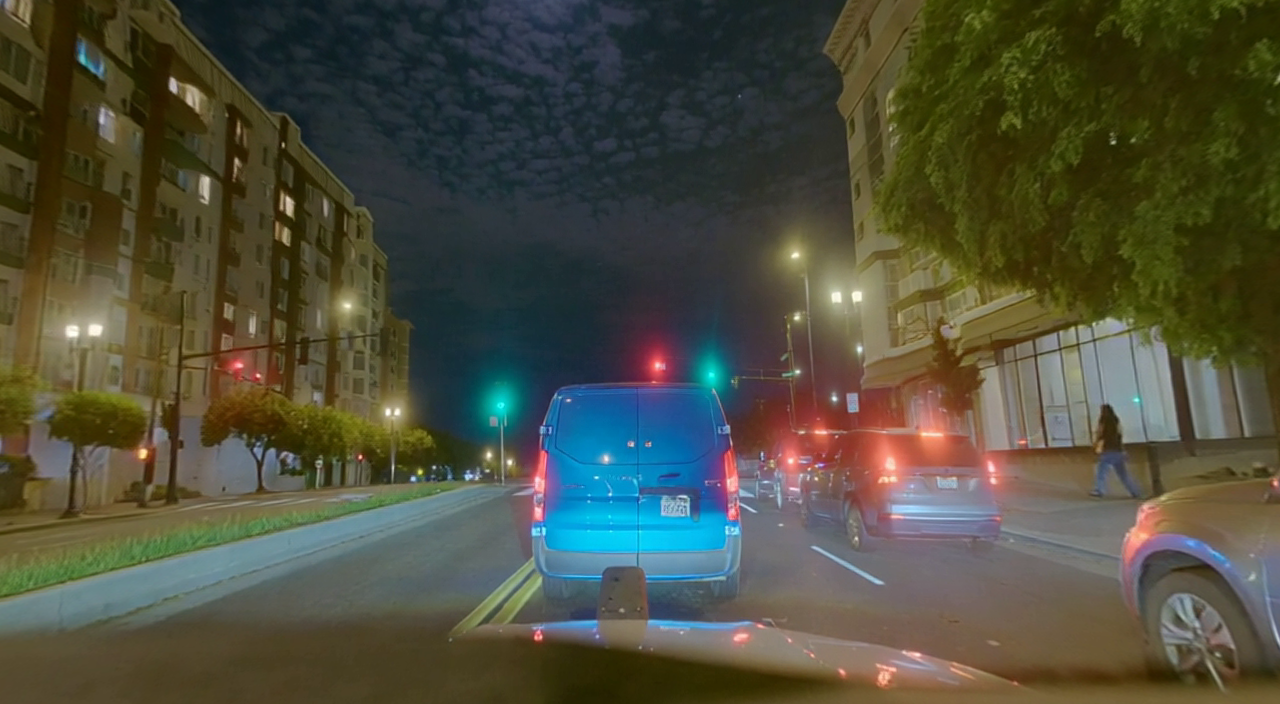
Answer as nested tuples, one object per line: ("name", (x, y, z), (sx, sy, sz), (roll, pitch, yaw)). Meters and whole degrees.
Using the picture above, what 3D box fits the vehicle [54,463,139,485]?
("vehicle", (-38.446, 8.631, 44.641), (4.396, 1.458, 1.809), (-1, -9, 2))

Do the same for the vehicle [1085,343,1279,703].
("vehicle", (3.811, 0.694, 1.736), (2.157, 1.748, 4.130), (0, -9, 1))

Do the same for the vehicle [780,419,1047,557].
("vehicle", (3.922, 2.039, 10.228), (2.061, 1.676, 4.734), (0, -9, -2))

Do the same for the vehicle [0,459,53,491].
("vehicle", (-35.502, 6.839, 35.144), (3.843, 1.680, 1.782), (-1, -9, 4))

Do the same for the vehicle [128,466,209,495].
("vehicle", (-33.244, 9.071, 44.527), (4.292, 1.492, 1.772), (-6, -14, -1))

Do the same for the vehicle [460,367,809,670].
("vehicle", (-0.031, 1.323, 6.040), (2.101, 1.828, 4.270), (0, -9, 0))
